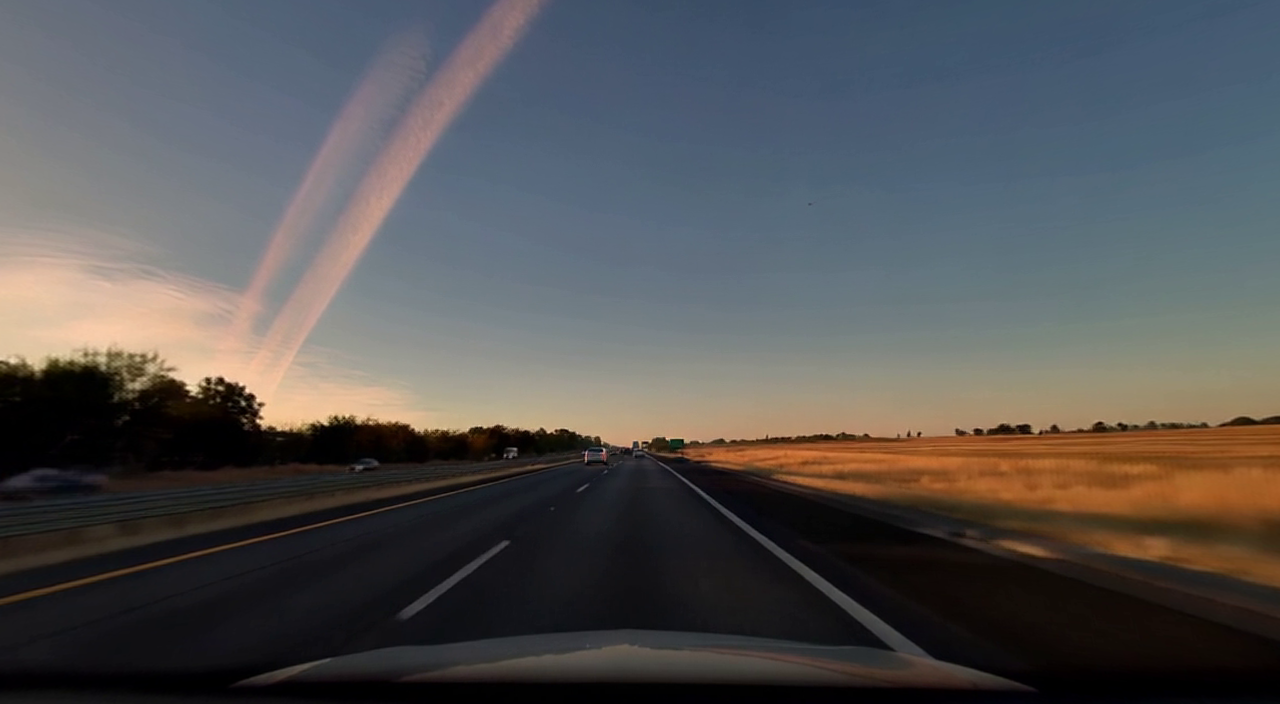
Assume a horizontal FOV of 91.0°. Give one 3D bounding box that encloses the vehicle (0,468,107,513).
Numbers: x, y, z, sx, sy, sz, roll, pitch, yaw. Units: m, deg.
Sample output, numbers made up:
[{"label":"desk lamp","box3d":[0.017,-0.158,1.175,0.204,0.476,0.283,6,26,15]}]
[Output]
[{"label":"vehicle","box3d":[-32.627,7.389,34.131,2.239,1.986,5.886,0,-9,0]}]
